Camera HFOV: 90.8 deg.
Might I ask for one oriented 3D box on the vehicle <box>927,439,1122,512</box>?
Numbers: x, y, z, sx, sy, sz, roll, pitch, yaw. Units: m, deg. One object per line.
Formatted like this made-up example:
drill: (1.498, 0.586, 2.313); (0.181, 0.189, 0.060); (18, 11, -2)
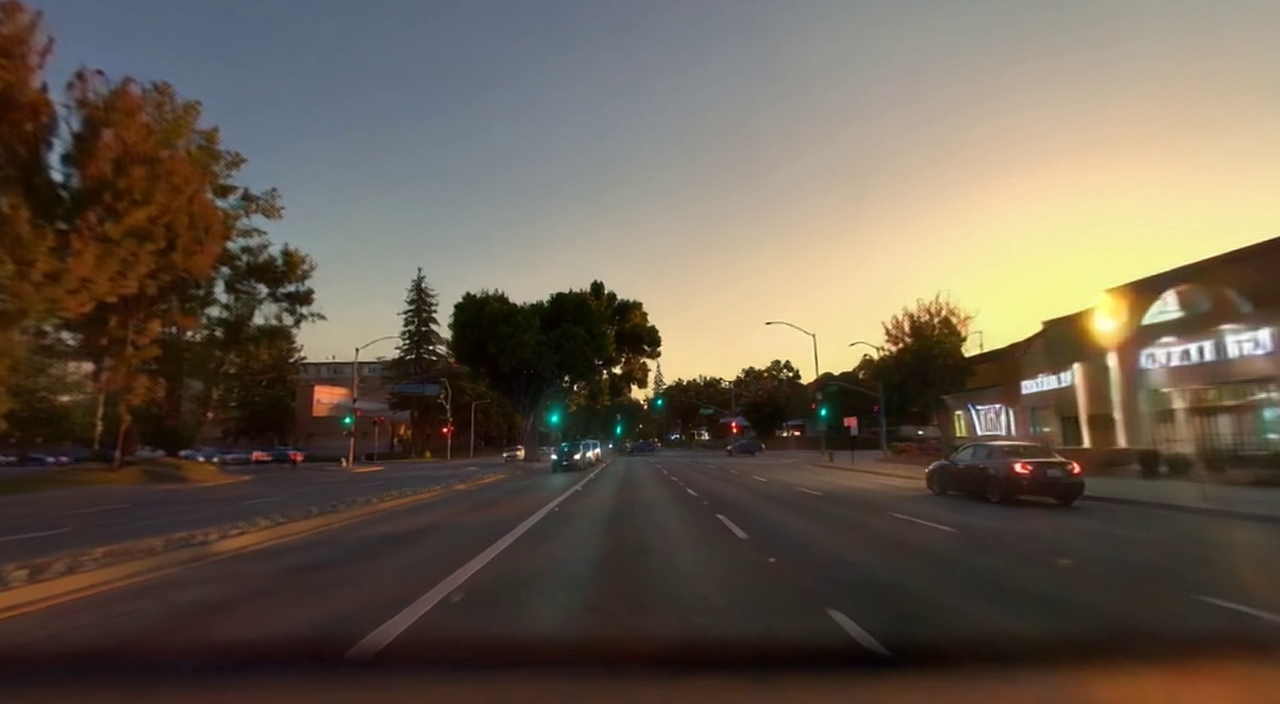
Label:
vehicle: (8.794, 2.826, 14.995); (1.936, 1.460, 4.258); (0, -8, 0)

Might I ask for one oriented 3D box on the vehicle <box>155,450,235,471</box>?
vehicle: (-34.939, 8.498, 49.620); (5.228, 1.539, 2.009); (-2, -8, 11)

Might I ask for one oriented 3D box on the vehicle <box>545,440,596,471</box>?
vehicle: (-3.595, 5.454, 33.556); (2.121, 1.481, 4.708); (0, -8, 1)
